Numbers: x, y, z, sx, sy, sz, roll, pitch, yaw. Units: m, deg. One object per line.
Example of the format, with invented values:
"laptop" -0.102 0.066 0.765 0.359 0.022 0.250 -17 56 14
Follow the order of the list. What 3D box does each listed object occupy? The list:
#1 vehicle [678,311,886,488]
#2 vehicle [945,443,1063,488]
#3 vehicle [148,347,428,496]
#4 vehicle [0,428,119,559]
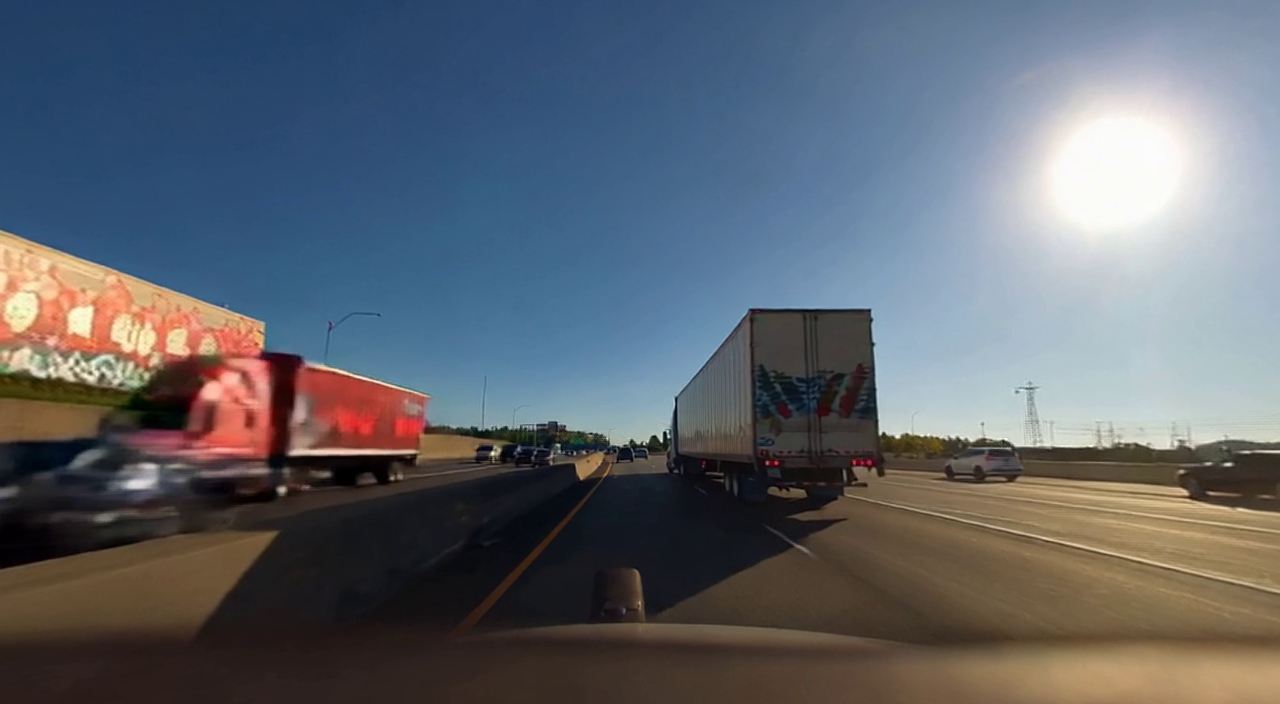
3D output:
"vehicle" 3.938 2.494 24.067 3.317 4.314 17.803 0 -9 -2
"vehicle" 14.594 4.551 25.490 2.107 1.648 4.324 0 -9 -1
"vehicle" -11.895 2.941 24.044 2.873 4.040 14.050 0 -9 -1
"vehicle" -8.403 1.569 6.788 1.977 1.494 4.096 0 -9 0
